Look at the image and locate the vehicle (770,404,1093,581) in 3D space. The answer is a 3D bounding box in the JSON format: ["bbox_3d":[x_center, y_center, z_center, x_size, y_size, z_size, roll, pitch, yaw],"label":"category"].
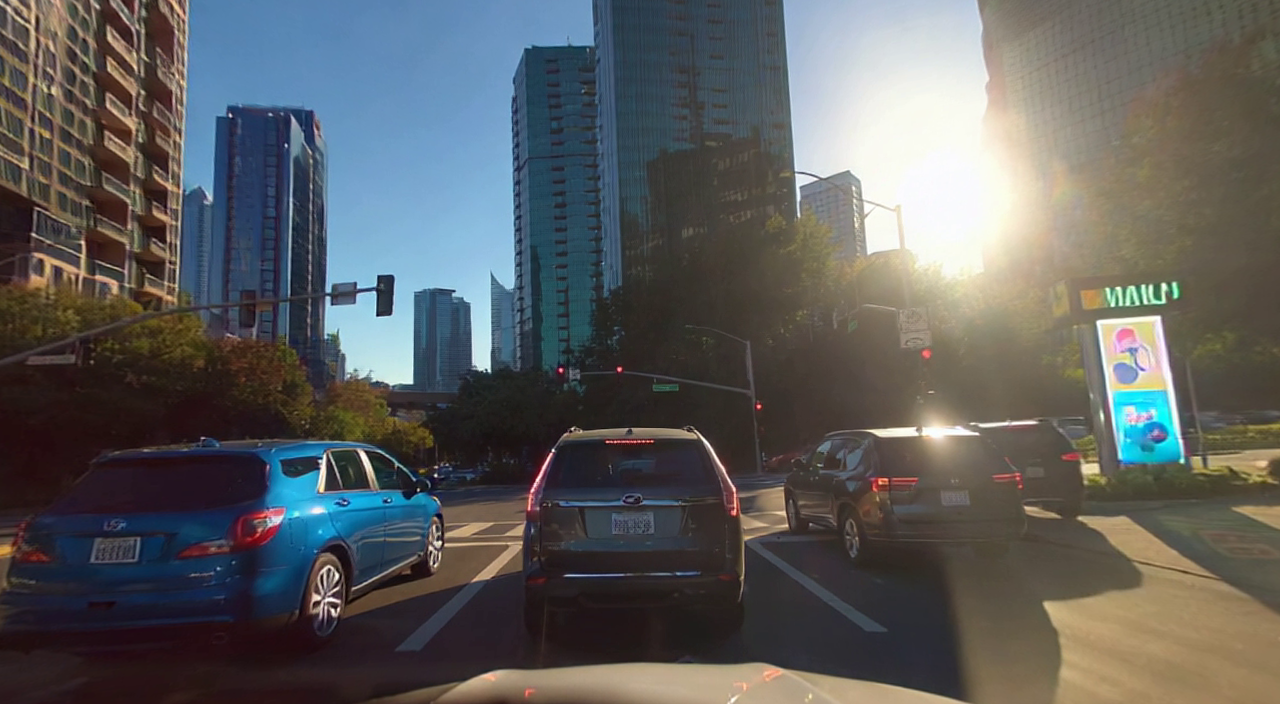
[{"bbox_3d":[3.215,1.658,8.251,2.004,1.646,4.554,0,-8,0],"label":"vehicle"}]

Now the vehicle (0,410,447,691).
[{"bbox_3d":[-3.543,1.426,5.821,1.906,1.524,4.547,0,-8,2],"label":"vehicle"}]

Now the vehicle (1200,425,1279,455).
[{"bbox_3d":[31.784,4.531,32.332,4.585,1.446,1.976,1,-9,-9],"label":"vehicle"}]

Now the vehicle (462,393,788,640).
[{"bbox_3d":[-0.122,1.425,6.474,2.195,1.662,4.262,0,-8,-1],"label":"vehicle"}]
